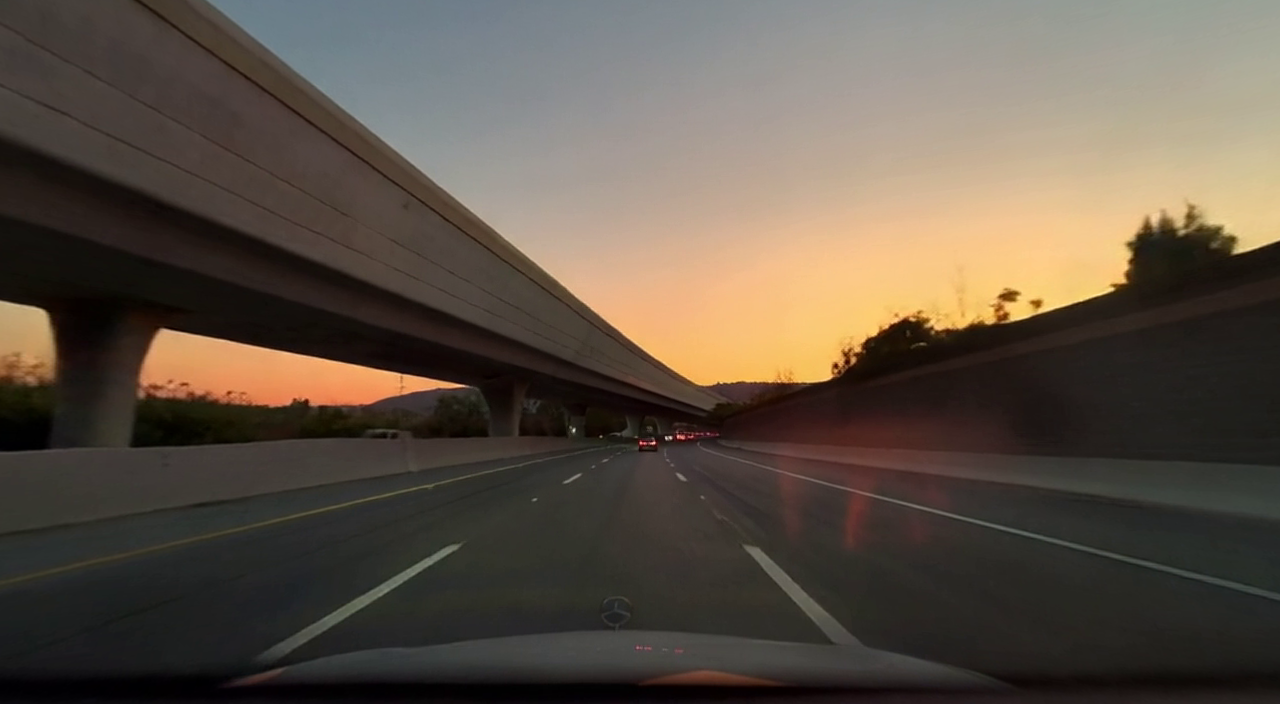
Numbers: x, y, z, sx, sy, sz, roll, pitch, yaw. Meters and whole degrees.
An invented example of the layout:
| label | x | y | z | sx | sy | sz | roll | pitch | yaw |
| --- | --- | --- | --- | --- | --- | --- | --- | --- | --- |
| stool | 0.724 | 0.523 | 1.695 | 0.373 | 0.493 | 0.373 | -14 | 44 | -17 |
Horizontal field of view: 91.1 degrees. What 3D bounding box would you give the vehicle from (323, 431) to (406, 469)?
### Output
| label | x | y | z | sx | sy | sz | roll | pitch | yaw |
| --- | --- | --- | --- | --- | --- | --- | --- | --- | --- |
| vehicle | -14.456 | 5.154 | 33.357 | 2.211 | 1.875 | 4.704 | 0 | -8 | 1 |
